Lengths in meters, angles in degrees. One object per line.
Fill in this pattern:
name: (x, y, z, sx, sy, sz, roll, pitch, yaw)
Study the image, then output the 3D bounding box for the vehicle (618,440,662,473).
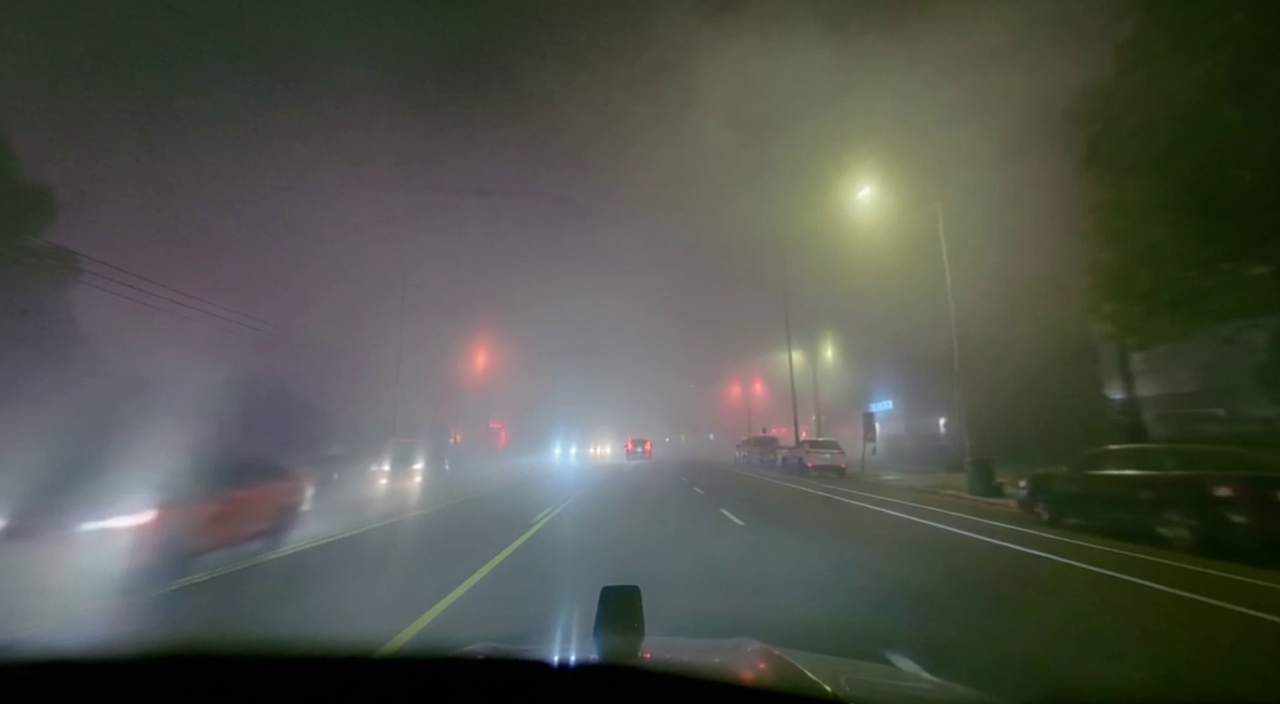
vehicle: (-0.008, 5.265, 32.105, 2.067, 1.547, 4.513, -1, -8, 0)

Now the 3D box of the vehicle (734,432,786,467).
vehicle: (7.666, 6.325, 40.960, 2.257, 2.072, 5.376, -1, -8, -1)

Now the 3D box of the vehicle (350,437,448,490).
vehicle: (-9.553, 4.430, 25.528, 2.048, 1.890, 4.780, -1, -8, 0)

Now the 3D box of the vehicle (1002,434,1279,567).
vehicle: (7.861, 2.019, 9.558, 1.936, 1.479, 4.736, -1, -8, 0)

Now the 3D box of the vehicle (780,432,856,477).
vehicle: (7.924, 4.598, 28.568, 2.026, 1.851, 4.360, -1, -8, -2)

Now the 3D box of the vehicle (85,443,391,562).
vehicle: (-6.103, 2.284, 10.509, 1.992, 1.476, 4.682, -1, -8, 1)
